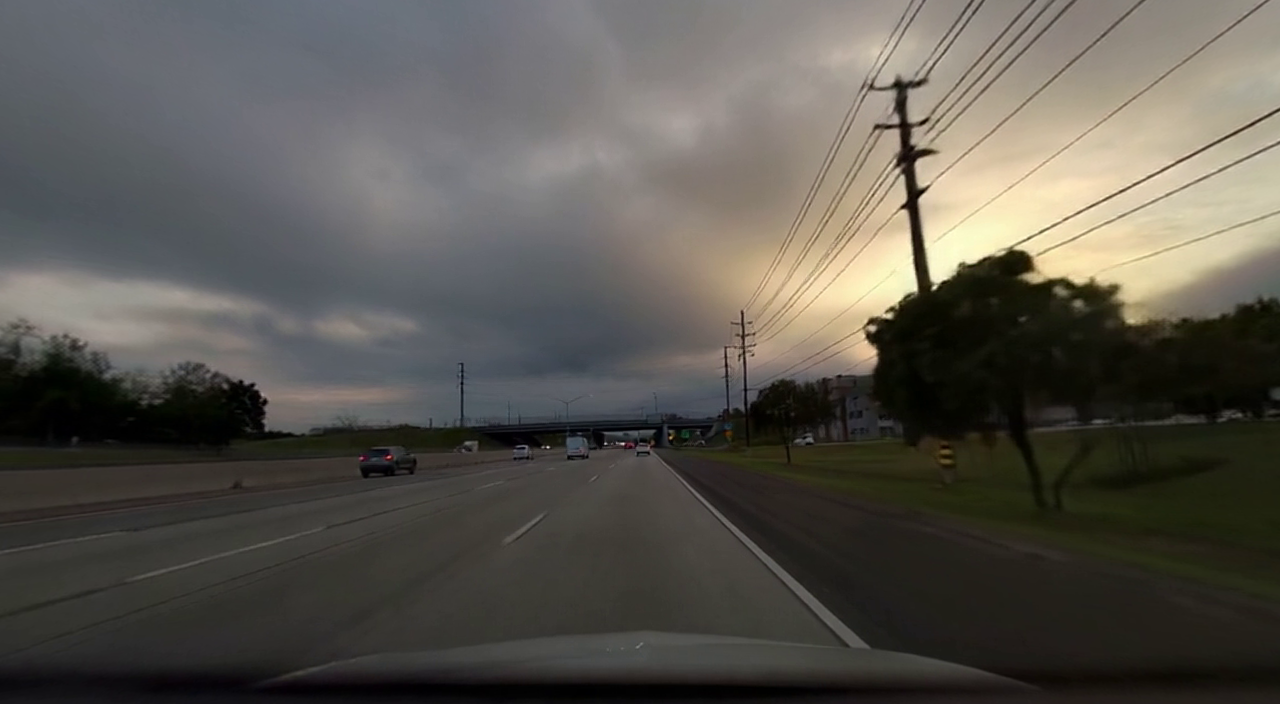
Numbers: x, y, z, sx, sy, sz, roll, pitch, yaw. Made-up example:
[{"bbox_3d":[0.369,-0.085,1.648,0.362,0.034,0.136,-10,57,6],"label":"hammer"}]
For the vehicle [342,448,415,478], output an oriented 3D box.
[{"bbox_3d":[-14.198,6.027,34.528,1.988,1.477,4.442,0,-8,1],"label":"vehicle"}]
